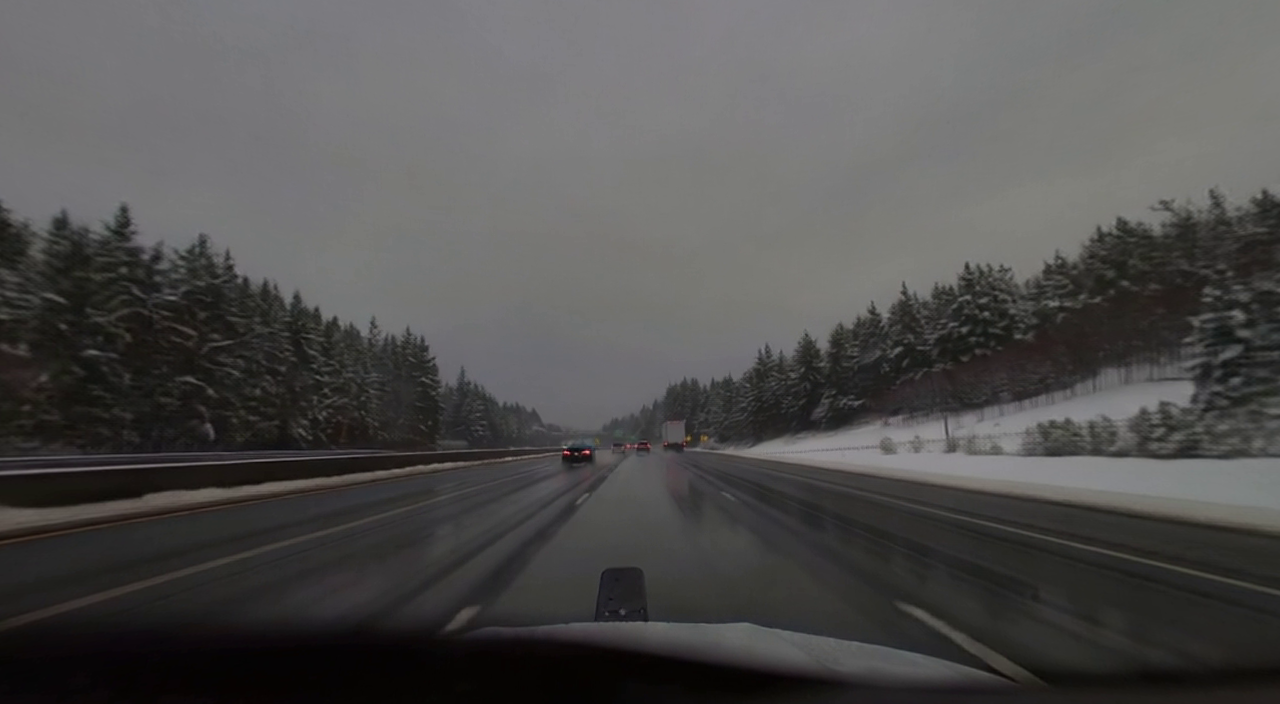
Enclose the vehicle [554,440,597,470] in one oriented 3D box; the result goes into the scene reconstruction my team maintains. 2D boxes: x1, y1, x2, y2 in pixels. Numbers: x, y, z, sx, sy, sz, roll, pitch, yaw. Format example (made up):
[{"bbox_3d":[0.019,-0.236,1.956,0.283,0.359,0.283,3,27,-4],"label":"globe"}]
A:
[{"bbox_3d":[-3.580,5.810,35.738,2.025,1.571,3.662,0,-9,0],"label":"vehicle"}]
